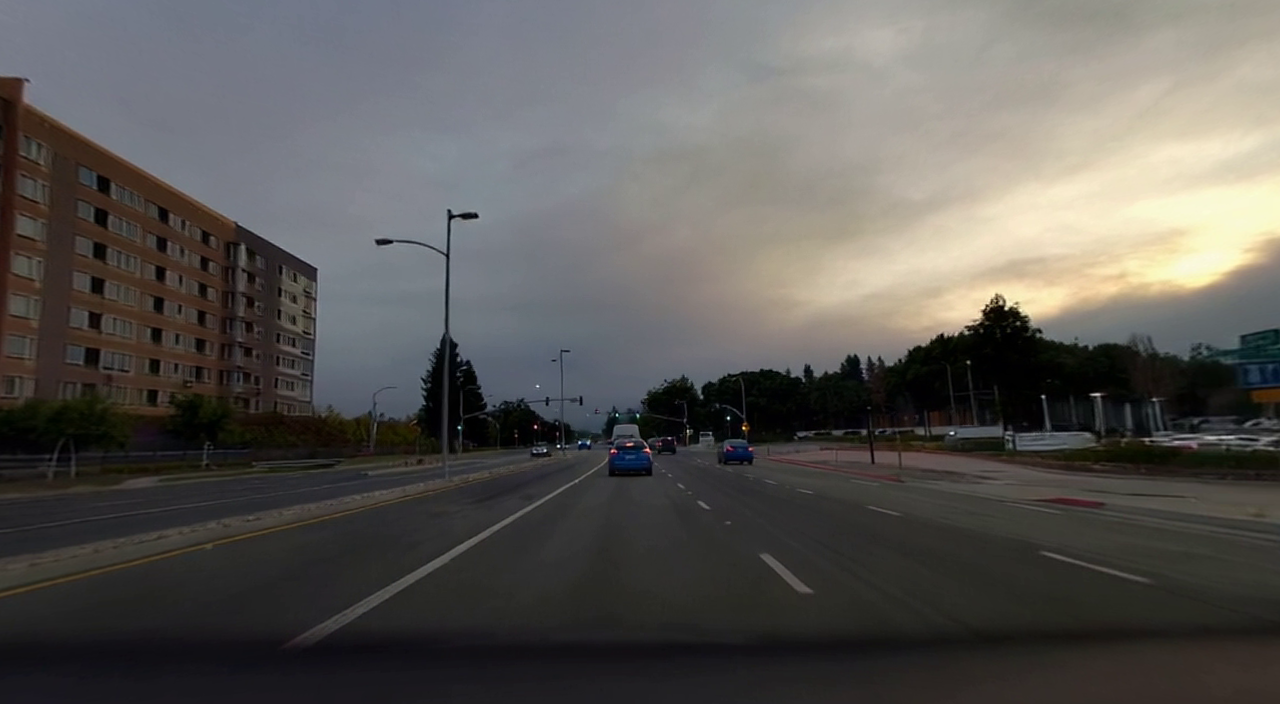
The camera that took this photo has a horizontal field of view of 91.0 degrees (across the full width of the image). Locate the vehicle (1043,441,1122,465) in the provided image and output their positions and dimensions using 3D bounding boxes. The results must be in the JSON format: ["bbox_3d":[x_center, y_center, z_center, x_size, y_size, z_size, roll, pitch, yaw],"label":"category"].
[{"bbox_3d":[33.033,7.536,47.122,1.912,1.702,4.303,5,-10,-28],"label":"vehicle"}]

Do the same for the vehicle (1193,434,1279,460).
[{"bbox_3d":[43.741,6.857,45.521,1.967,1.788,5.041,5,-10,-30],"label":"vehicle"}]

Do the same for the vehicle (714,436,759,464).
[{"bbox_3d":[6.532,6.715,43.100,2.136,1.799,4.796,1,-9,-2],"label":"vehicle"}]

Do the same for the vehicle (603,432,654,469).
[{"bbox_3d":[-0.607,5.631,36.080,2.682,1.908,5.706,0,-9,0],"label":"vehicle"}]
